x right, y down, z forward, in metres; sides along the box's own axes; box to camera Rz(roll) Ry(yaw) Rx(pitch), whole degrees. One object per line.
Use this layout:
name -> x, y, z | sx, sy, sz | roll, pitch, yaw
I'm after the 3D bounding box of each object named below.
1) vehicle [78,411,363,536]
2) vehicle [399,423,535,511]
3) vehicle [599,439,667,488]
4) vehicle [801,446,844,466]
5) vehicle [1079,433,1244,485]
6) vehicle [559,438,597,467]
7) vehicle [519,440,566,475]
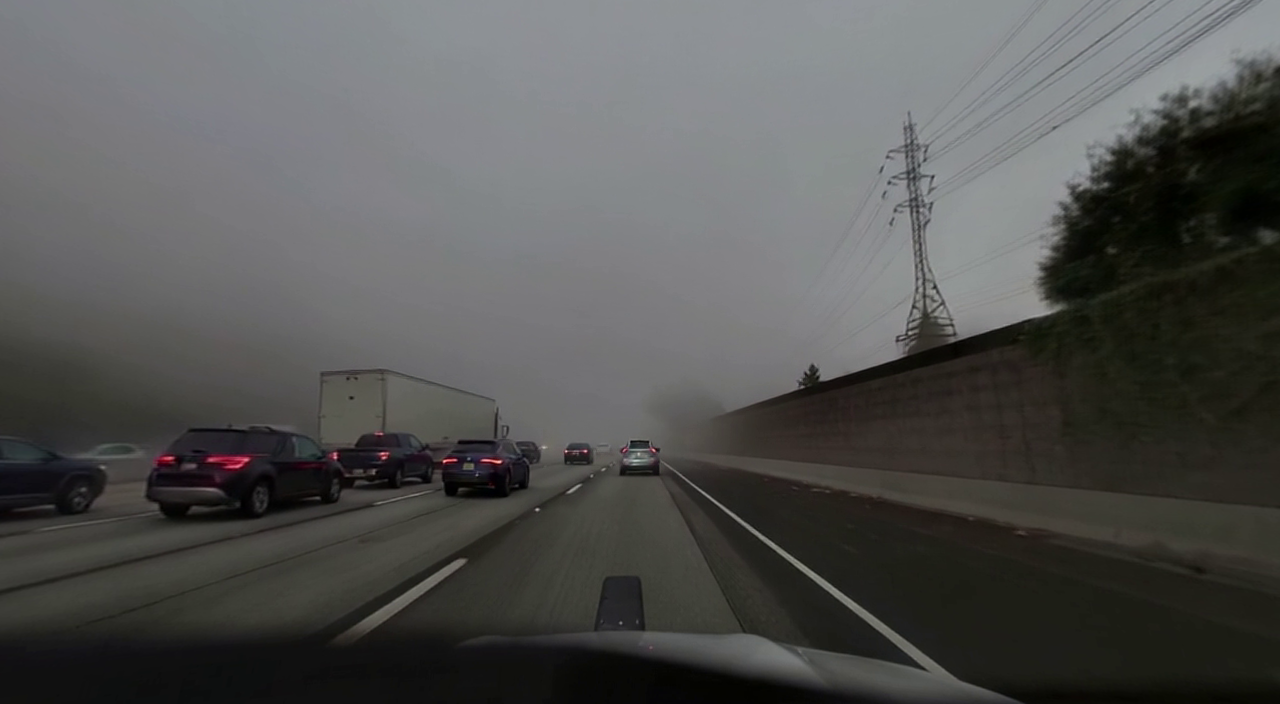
vehicle -> -6.948, 2.063, 11.242 | 2.027, 1.762, 4.386 | 0, -9, 0
vehicle -> -3.756, 2.582, 14.616 | 1.923, 1.716, 4.289 | 0, -9, 0
vehicle -> -0.235, 3.674, 21.127 | 2.089, 1.477, 3.818 | 0, -9, -1
vehicle -> 14.360, 8.184, 49.991 | 1.949, 1.472, 4.795 | 0, -9, -1
vehicle -> 17.697, 3.651, 21.787 | 1.936, 1.591, 4.362 | 0, -9, 0
vehicle -> -3.910, 6.411, 40.382 | 1.976, 1.705, 4.176 | 0, -9, 1
vehicle -> -4.438, 4.870, 29.325 | 1.870, 1.485, 4.304 | 1, -9, -5
